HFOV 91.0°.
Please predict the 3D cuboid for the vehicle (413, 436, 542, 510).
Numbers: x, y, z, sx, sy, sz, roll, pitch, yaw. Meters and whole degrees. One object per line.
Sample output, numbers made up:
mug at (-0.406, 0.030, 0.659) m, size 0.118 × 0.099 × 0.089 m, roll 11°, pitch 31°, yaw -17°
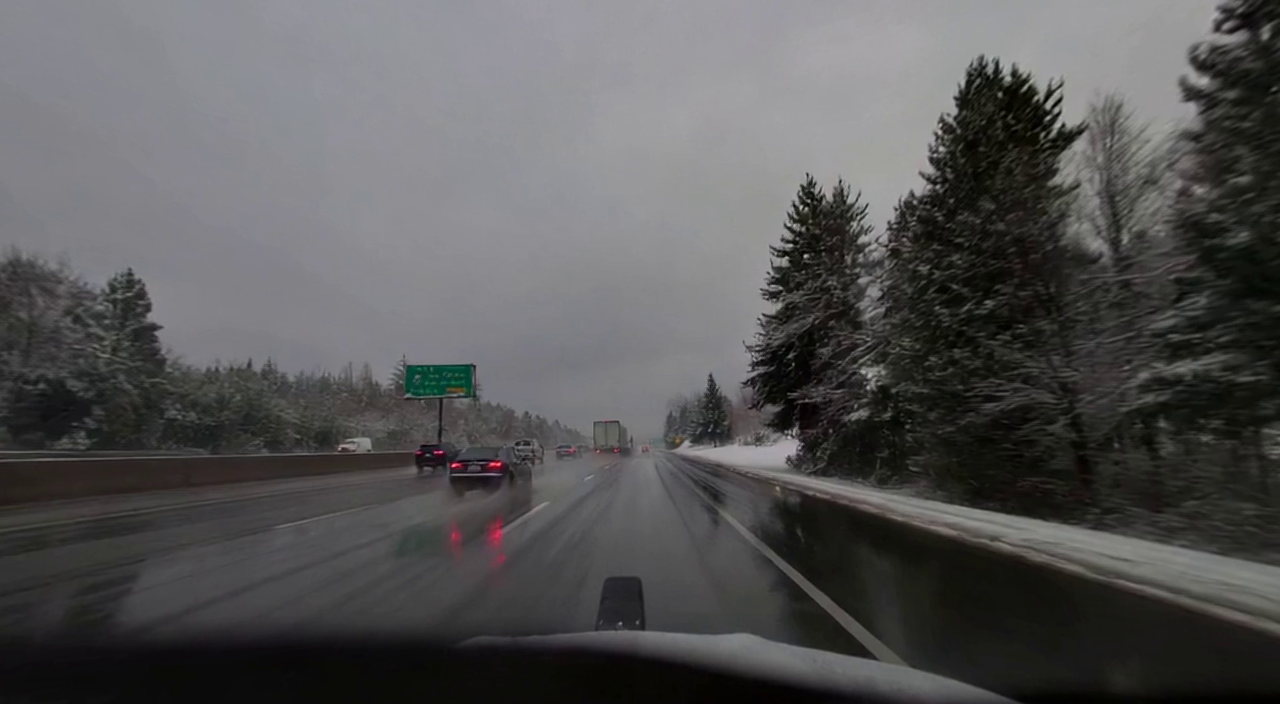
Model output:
vehicle at (-3.733, 2.840, 15.290) m, size 1.931 × 1.528 × 4.126 m, roll 0°, pitch -9°, yaw 1°
